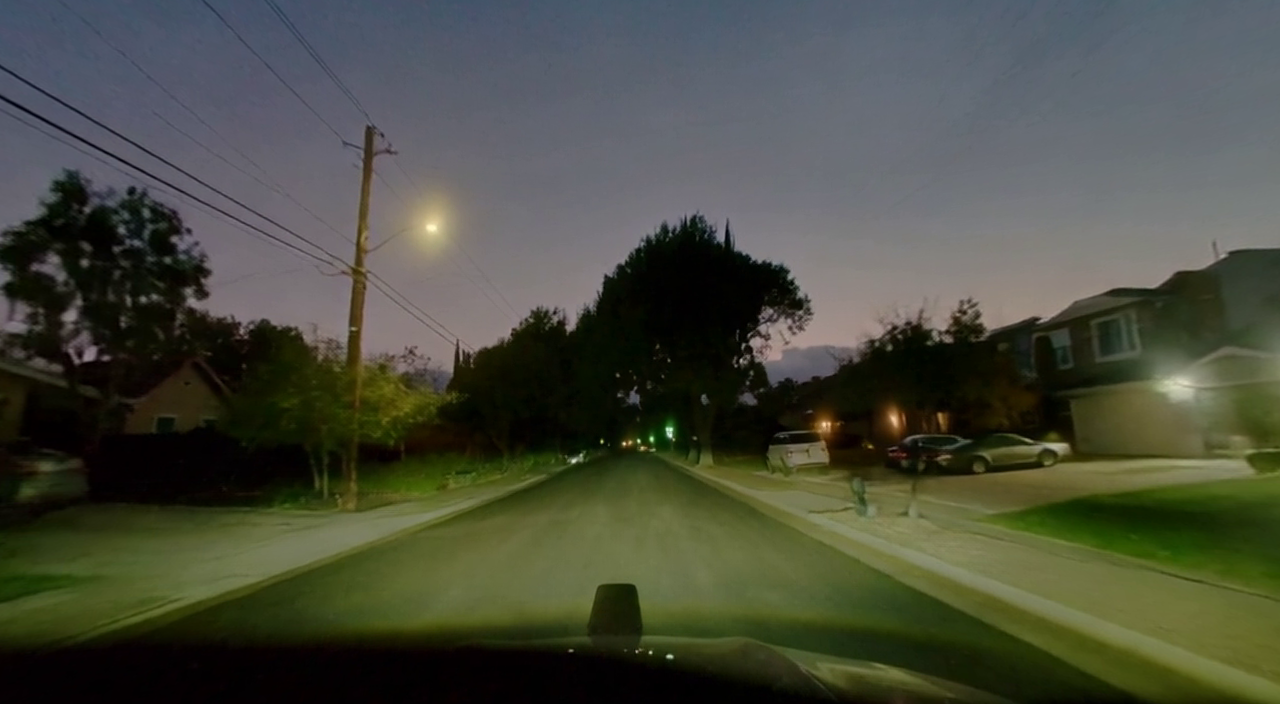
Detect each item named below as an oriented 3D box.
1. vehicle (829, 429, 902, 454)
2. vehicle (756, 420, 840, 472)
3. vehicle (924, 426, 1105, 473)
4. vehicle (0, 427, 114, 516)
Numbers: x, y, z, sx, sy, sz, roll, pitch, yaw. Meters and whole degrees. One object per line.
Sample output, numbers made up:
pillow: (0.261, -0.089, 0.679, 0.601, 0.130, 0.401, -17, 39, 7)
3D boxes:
vehicle: (14.601, 5.838, 41.040, 4.045, 1.570, 1.864, 0, -8, -1)
vehicle: (6.851, 4.161, 28.001, 2.233, 1.923, 4.848, -4, -8, -2)
vehicle: (12.108, 3.180, 20.663, 4.686, 1.466, 1.869, 0, -8, 0)
vehicle: (-15.046, 2.619, 14.066, 4.578, 1.808, 2.162, 0, -8, -4)
